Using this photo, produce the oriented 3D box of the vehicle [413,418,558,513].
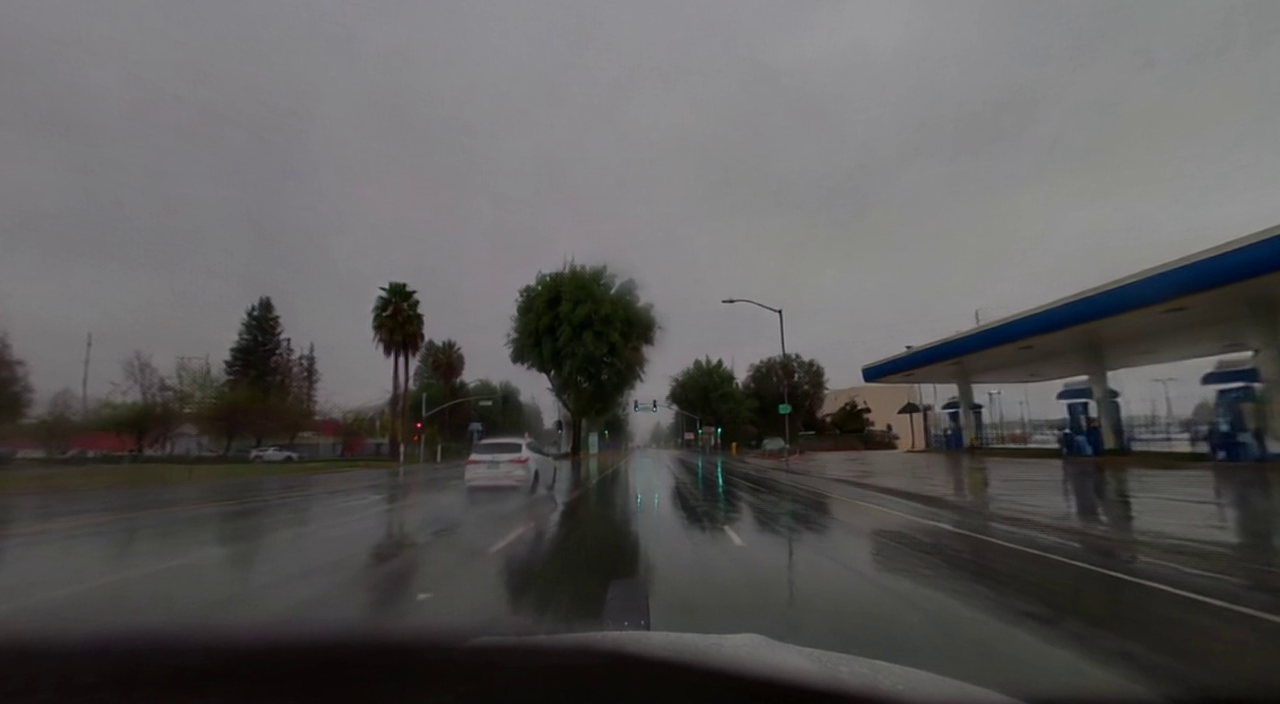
[{"bbox_3d":[-3.196,2.465,14.089,2.011,1.756,4.478,0,-9,1],"label":"vehicle"}]
